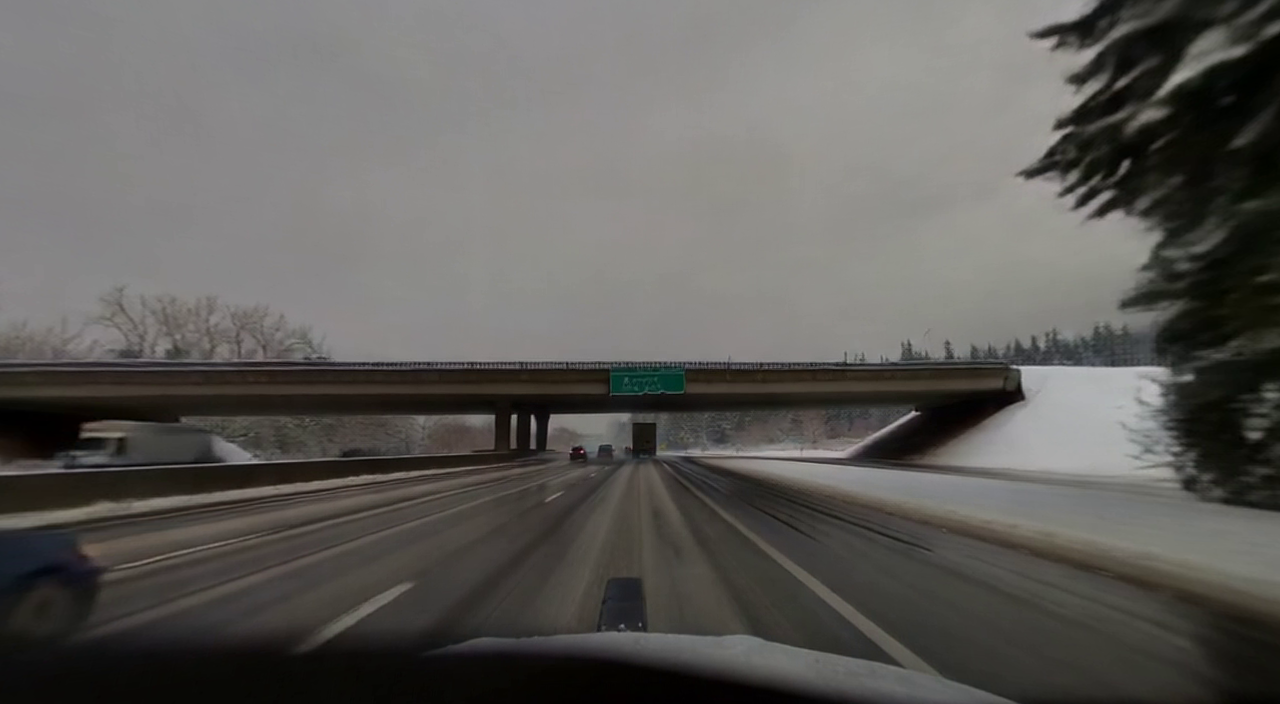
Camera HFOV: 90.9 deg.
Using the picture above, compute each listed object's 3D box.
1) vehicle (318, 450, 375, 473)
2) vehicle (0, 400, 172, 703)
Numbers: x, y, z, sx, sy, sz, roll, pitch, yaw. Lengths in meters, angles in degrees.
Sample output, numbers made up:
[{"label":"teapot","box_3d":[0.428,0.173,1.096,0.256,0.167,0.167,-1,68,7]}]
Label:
[{"label":"vehicle","box_3d":[-20.045,7.475,43.193,1.969,1.433,4.024,0,-9,0]},{"label":"vehicle","box_3d":[-4.402,0.831,1.786,2.235,1.593,5.077,0,-9,0]}]
